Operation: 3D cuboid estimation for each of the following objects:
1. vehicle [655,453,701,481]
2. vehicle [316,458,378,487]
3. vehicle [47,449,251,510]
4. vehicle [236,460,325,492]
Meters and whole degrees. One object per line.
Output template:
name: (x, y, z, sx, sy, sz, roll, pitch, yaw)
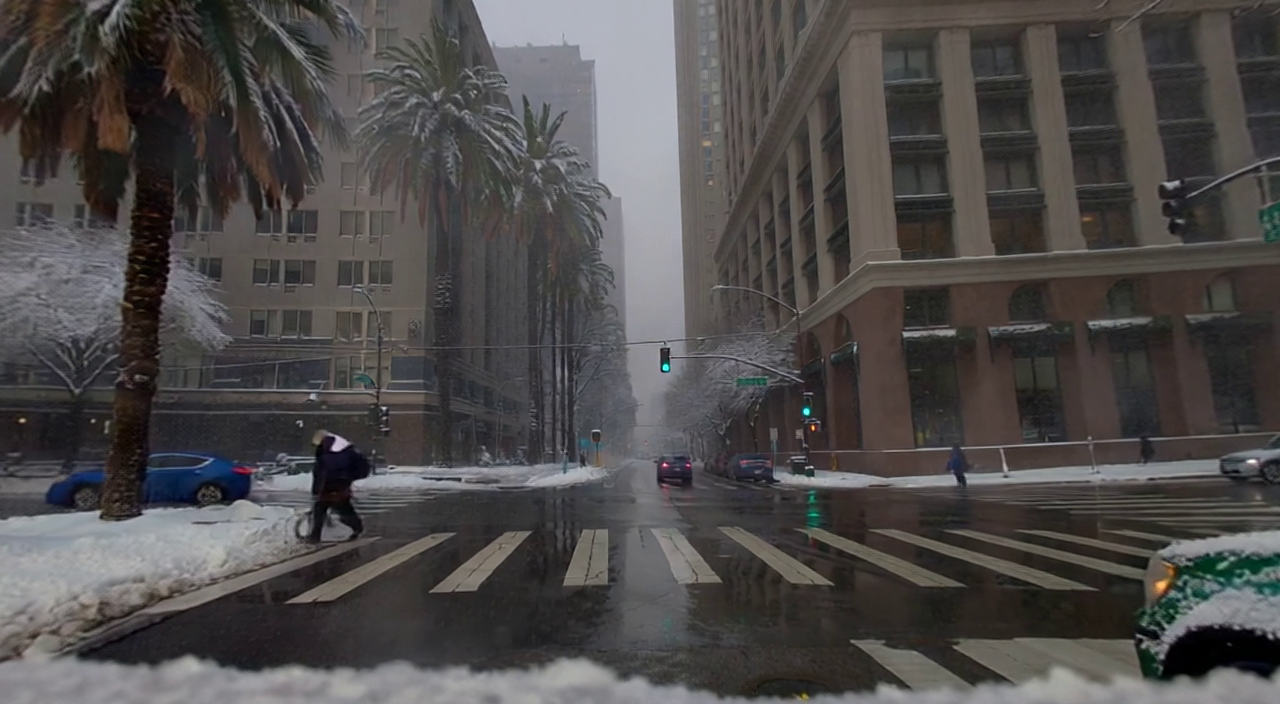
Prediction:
vehicle: (2.217, 6.889, 38.119, 2.000, 1.525, 4.273, 1, -8, -6)
vehicle: (-20.089, 8.248, 43.499, 2.043, 1.745, 4.420, 0, -8, 1)
vehicle: (-14.497, 3.742, 19.055, 4.499, 1.594, 1.898, 4, -10, -28)
vehicle: (-19.940, 6.898, 35.341, 2.069, 1.540, 4.774, 0, -8, 1)
